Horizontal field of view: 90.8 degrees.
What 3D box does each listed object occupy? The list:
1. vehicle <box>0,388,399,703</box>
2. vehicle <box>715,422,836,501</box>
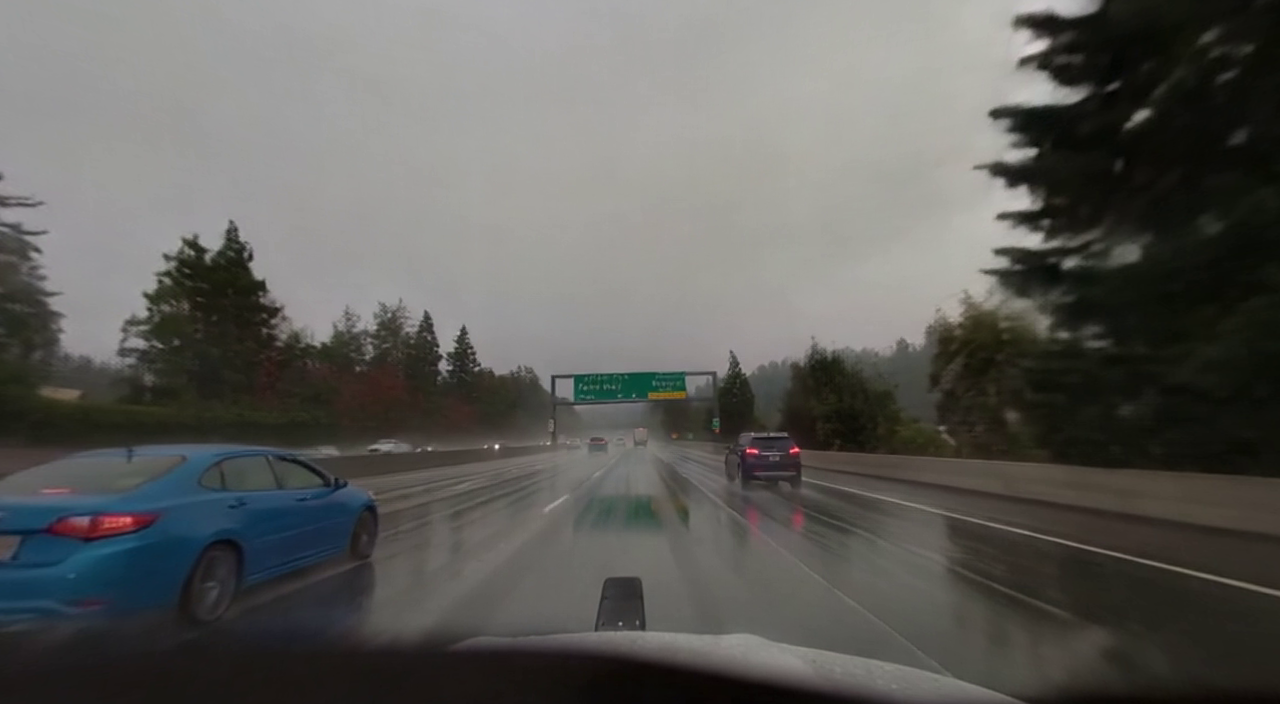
[{"bbox_3d":[-3.934,1.280,4.931,2.118,1.573,4.940,0,-9,0],"label":"vehicle"},{"bbox_3d":[3.216,2.722,15.962,2.053,1.714,4.097,0,-9,-1],"label":"vehicle"}]
